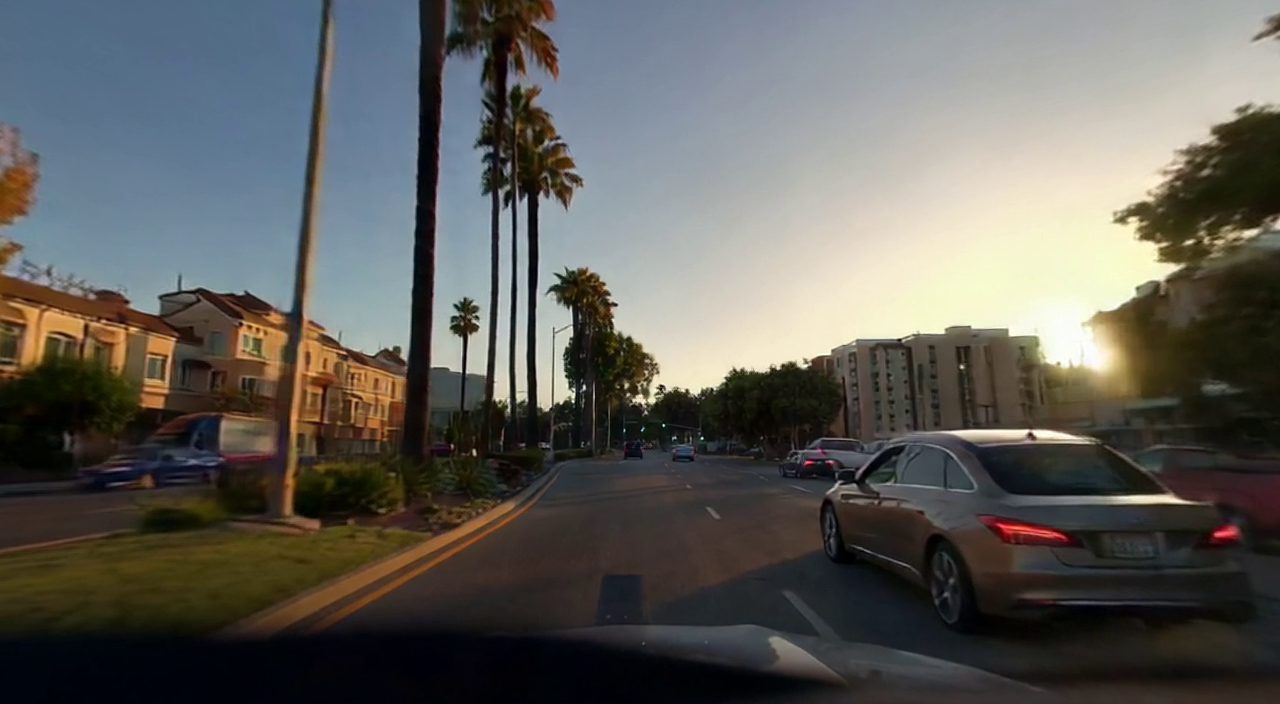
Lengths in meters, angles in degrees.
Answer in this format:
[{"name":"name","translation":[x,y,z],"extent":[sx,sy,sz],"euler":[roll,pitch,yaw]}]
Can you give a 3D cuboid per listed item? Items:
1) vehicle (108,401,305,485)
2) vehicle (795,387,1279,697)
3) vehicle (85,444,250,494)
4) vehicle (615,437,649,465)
[{"name":"vehicle","translation":[-18.971,4.145,28.524],"extent":[2.933,3.159,8.124],"euler":[-2,-9,2]},{"name":"vehicle","translation":[2.944,1.326,5.569],"extent":[2.009,1.639,4.267],"euler":[0,-9,-1]},{"name":"vehicle","translation":[-15.506,3.819,21.090],"extent":[1.783,1.477,4.624],"euler":[0,-9,3]},{"name":"vehicle","translation":[-0.488,6.440,41.079],"extent":[2.087,1.709,4.076],"euler":[0,-8,0]}]
